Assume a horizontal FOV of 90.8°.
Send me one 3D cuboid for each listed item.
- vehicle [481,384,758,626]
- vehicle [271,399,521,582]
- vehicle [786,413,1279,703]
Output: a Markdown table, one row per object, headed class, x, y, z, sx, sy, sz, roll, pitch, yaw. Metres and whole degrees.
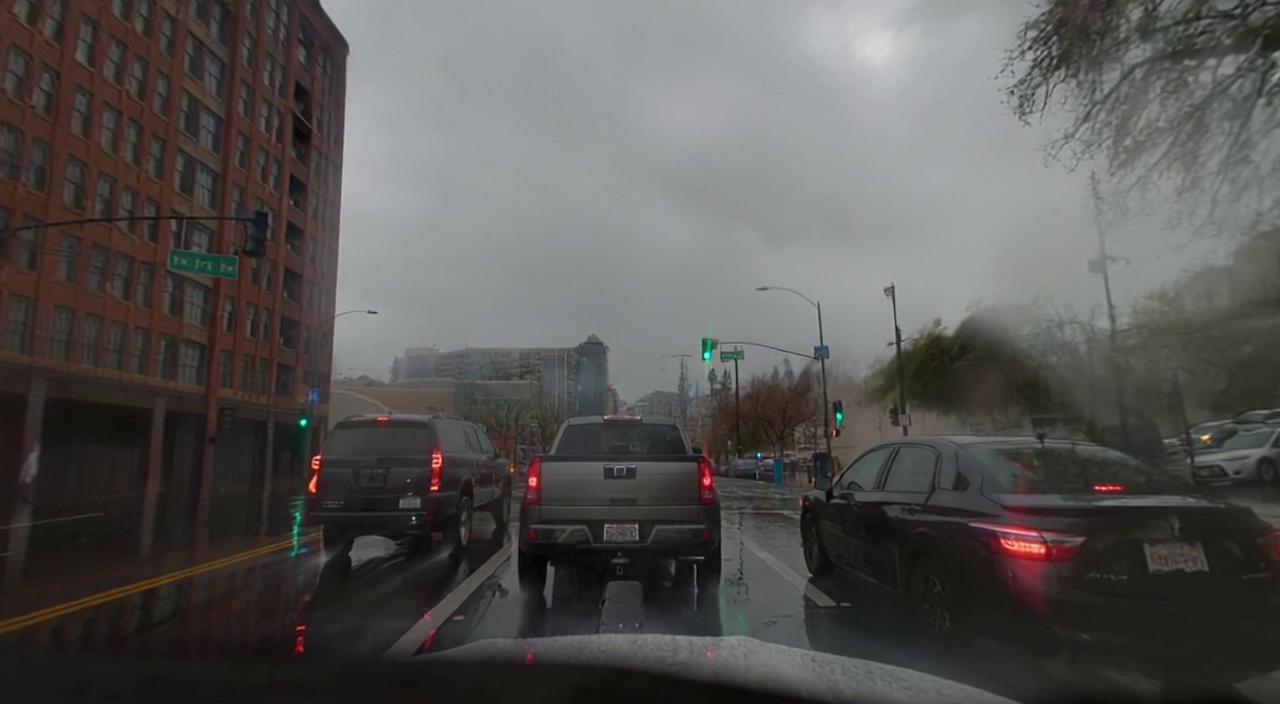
| class | x | y | z | sx | sy | sz | roll | pitch | yaw |
| --- | --- | --- | --- | --- | --- | --- | --- | --- | --- |
| vehicle | -0.140 | 1.503 | 7.166 | 2.105 | 1.842 | 4.537 | 0 | -8 | 0 |
| vehicle | -2.850 | 1.703 | 8.538 | 1.855 | 1.812 | 4.244 | 0 | -8 | -3 |
| vehicle | 2.578 | 1.306 | 4.825 | 1.852 | 1.462 | 4.155 | 0 | -8 | -1 |
